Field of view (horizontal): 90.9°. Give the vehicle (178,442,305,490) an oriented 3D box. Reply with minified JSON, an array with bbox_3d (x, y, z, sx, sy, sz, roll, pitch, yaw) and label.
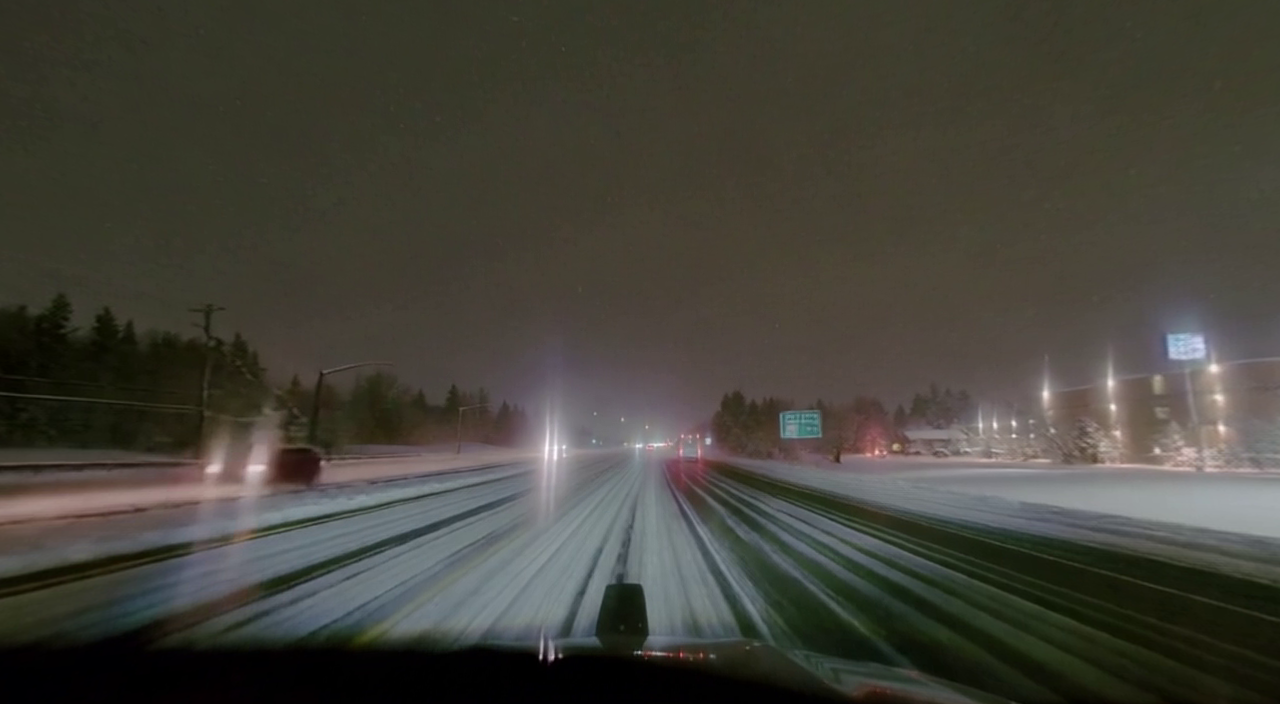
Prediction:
[{"bbox_3d":[-15.967,4.556,25.644,1.991,1.734,4.735,0,-8,1],"label":"vehicle"}]
